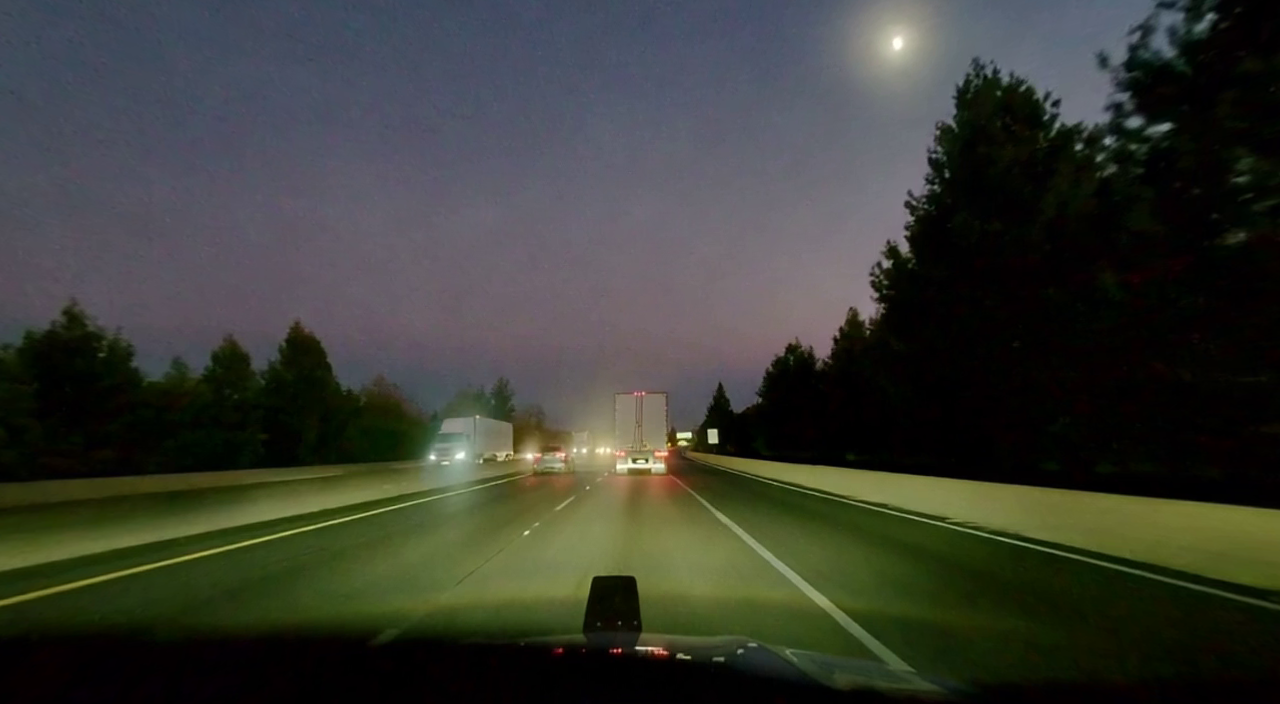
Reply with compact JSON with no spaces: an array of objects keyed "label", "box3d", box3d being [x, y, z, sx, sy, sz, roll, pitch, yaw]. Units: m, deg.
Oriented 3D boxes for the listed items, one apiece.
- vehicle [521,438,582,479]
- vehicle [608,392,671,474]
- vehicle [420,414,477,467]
[{"label":"vehicle","box3d":[-3.885,4.756,28.155,2.112,1.645,4.129,0,-9,0]},{"label":"vehicle","box3d":[-0.034,4.847,36.673,3.100,4.091,10.664,0,-9,0]},{"label":"vehicle","box3d":[-14.591,6.792,48.044,2.869,3.906,3.898,0,-9,2]}]
